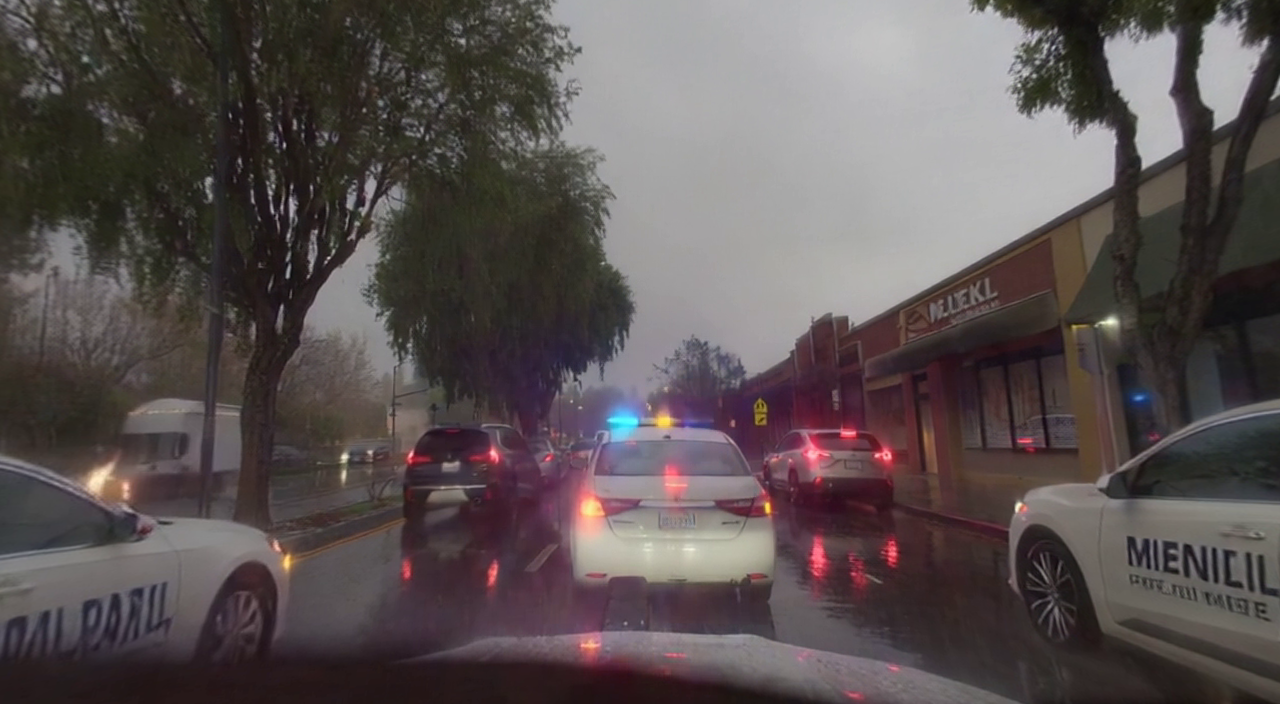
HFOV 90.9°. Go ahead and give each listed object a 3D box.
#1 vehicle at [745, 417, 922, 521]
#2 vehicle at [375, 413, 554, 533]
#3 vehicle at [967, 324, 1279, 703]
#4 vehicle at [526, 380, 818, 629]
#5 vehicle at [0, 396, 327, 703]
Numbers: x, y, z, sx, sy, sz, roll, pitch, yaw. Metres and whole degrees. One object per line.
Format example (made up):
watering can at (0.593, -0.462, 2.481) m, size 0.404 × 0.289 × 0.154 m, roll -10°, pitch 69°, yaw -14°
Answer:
vehicle at (4.048, 2.584, 14.540) m, size 2.038 × 1.865 × 5.786 m, roll 1°, pitch -8°, yaw -2°
vehicle at (-2.999, 2.186, 11.958) m, size 2.135 × 1.806 × 4.514 m, roll 0°, pitch -8°, yaw -1°
vehicle at (4.008, 0.906, 3.243) m, size 1.987 × 1.877 × 5.330 m, roll 3°, pitch -8°, yaw 2°
vehicle at (0.211, 1.385, 6.593) m, size 2.075 × 1.770 × 4.018 m, roll 0°, pitch -8°, yaw 0°
vehicle at (-2.942, 0.862, 1.834) m, size 1.908 × 1.474 × 4.257 m, roll 0°, pitch -8°, yaw -1°
